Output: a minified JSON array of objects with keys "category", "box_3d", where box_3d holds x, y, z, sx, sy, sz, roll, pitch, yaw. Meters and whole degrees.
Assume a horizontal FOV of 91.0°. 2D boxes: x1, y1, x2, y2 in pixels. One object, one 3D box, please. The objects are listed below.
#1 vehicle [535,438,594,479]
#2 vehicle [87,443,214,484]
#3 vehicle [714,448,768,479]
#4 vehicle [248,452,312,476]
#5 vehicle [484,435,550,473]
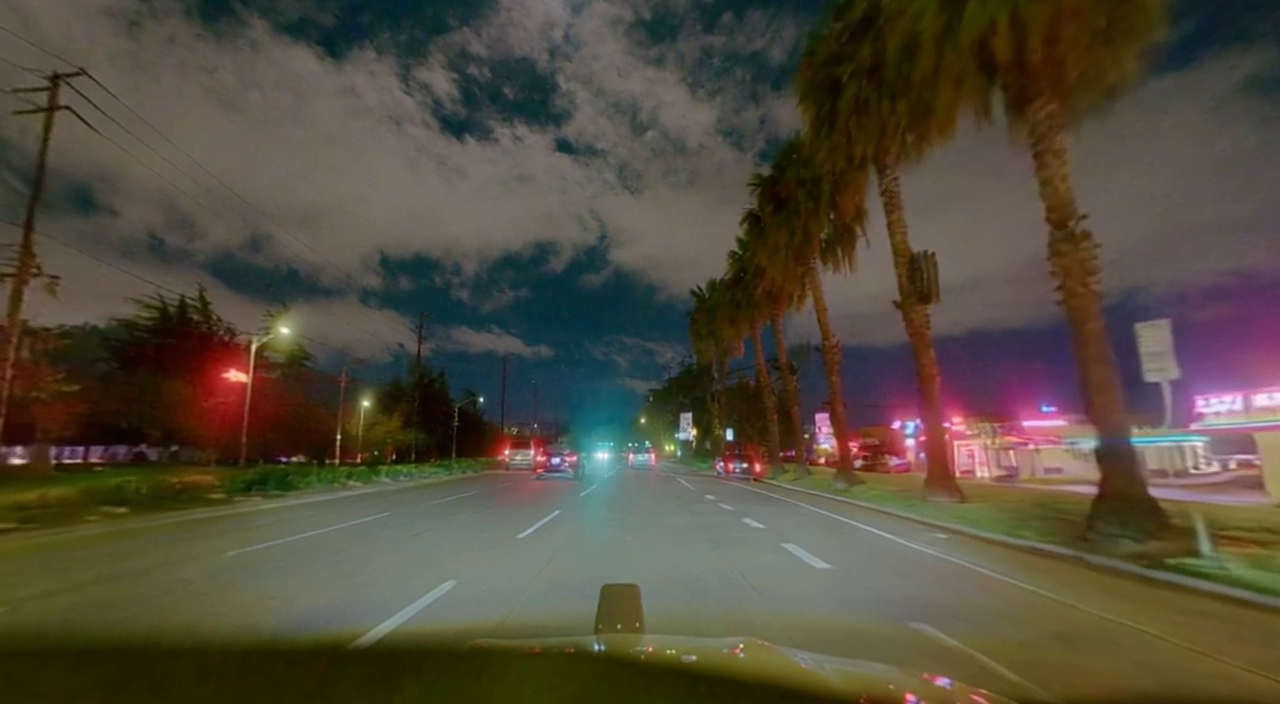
[{"category":"vehicle","box_3d":[-3.547,5.108,30.428,2.116,1.806,4.516,0,-9,2]},{"category":"vehicle","box_3d":[-25.172,5.716,32.710,2.116,1.947,5.507,0,-9,0]},{"category":"vehicle","box_3d":[5.147,5.752,32.719,1.994,1.507,4.173,1,-9,-2]},{"category":"vehicle","box_3d":[-25.477,7.908,44.703,1.838,1.516,4.484,0,-9,1]},{"category":"vehicle","box_3d":[-6.943,5.883,36.483,2.457,2.010,6.330,0,-9,1]}]
